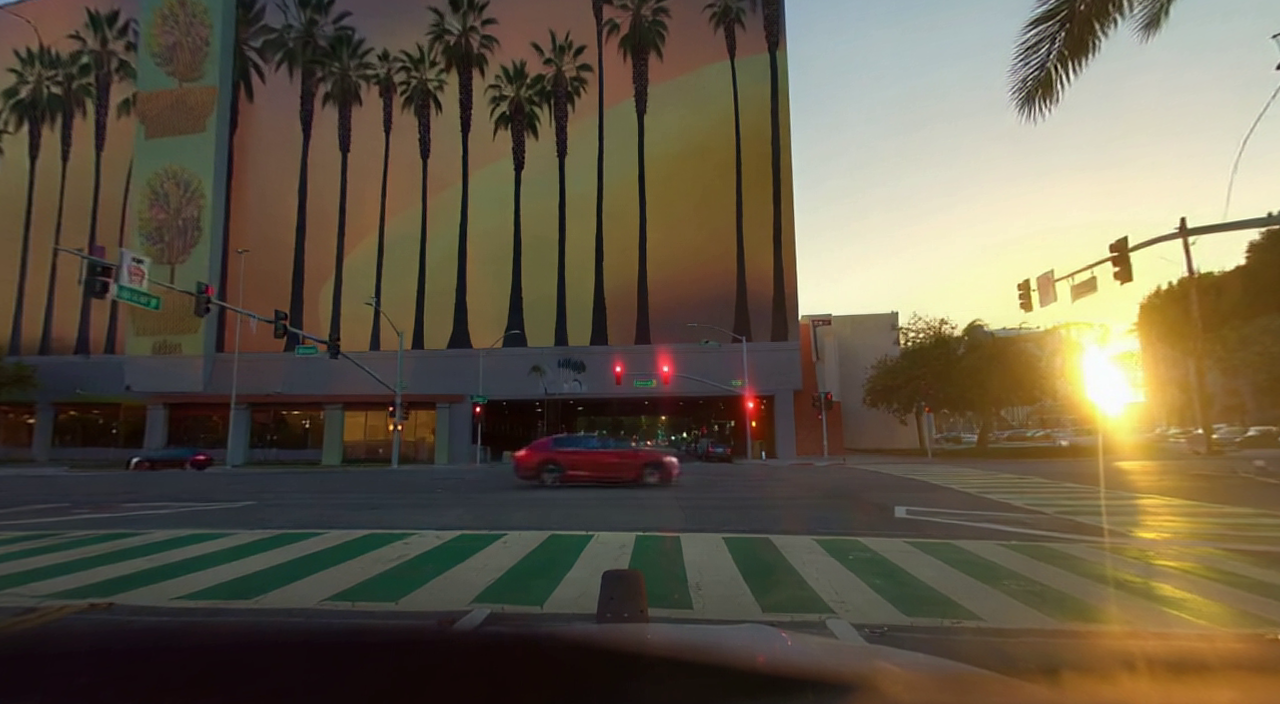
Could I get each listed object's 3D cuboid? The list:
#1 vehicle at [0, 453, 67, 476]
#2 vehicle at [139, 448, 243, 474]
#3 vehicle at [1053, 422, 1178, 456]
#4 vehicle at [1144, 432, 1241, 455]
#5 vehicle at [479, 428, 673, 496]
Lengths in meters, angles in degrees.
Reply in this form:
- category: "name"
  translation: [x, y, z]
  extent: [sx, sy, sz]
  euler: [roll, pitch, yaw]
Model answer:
- category: "vehicle"
  translation: [-41.660, 7.607, 42.769]
  extent: [3.698, 1.508, 1.779]
  euler: [0, -8, 1]
- category: "vehicle"
  translation: [-26.537, 6.429, 37.342]
  extent: [4.784, 1.465, 1.798]
  euler: [0, -8, 0]
- category: "vehicle"
  translation: [27.706, 5.112, 36.887]
  extent: [5.477, 1.880, 2.125]
  euler: [0, -8, 1]
- category: "vehicle"
  translation: [36.161, 6.011, 41.299]
  extent: [4.606, 1.449, 1.687]
  euler: [0, -8, 2]
- category: "vehicle"
  translation: [-1.593, 2.930, 16.938]
  extent: [4.875, 1.669, 1.953]
  euler: [0, -8, 2]
